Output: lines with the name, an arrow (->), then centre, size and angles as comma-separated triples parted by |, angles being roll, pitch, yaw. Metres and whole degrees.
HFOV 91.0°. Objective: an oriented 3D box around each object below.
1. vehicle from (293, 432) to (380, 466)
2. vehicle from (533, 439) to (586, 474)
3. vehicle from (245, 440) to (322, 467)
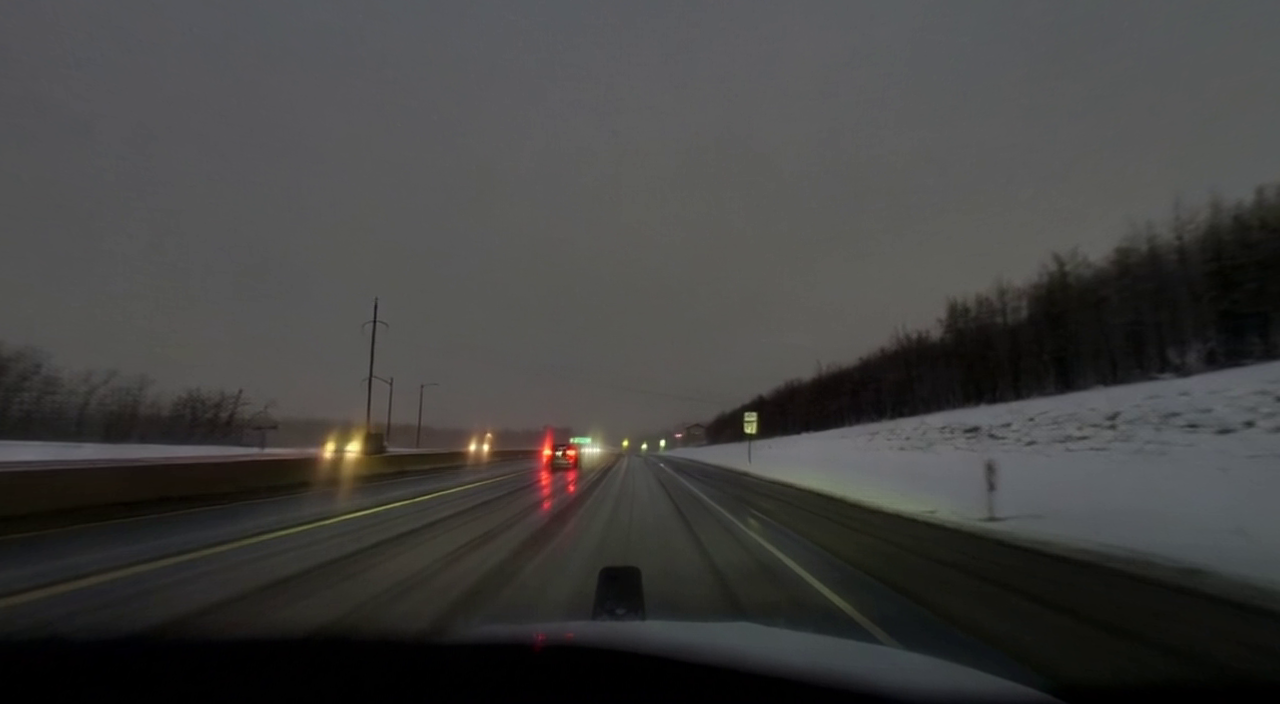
vehicle -> -17.188, 5.549, 36.055 | 2.261, 1.747, 5.352 | 1, -9, 0
vehicle -> -4.089, 5.391, 32.711 | 2.133, 1.683, 4.340 | 1, -9, 0
vehicle -> -21.172, 6.066, 37.654 | 1.861, 1.485, 4.658 | 0, -9, 0
